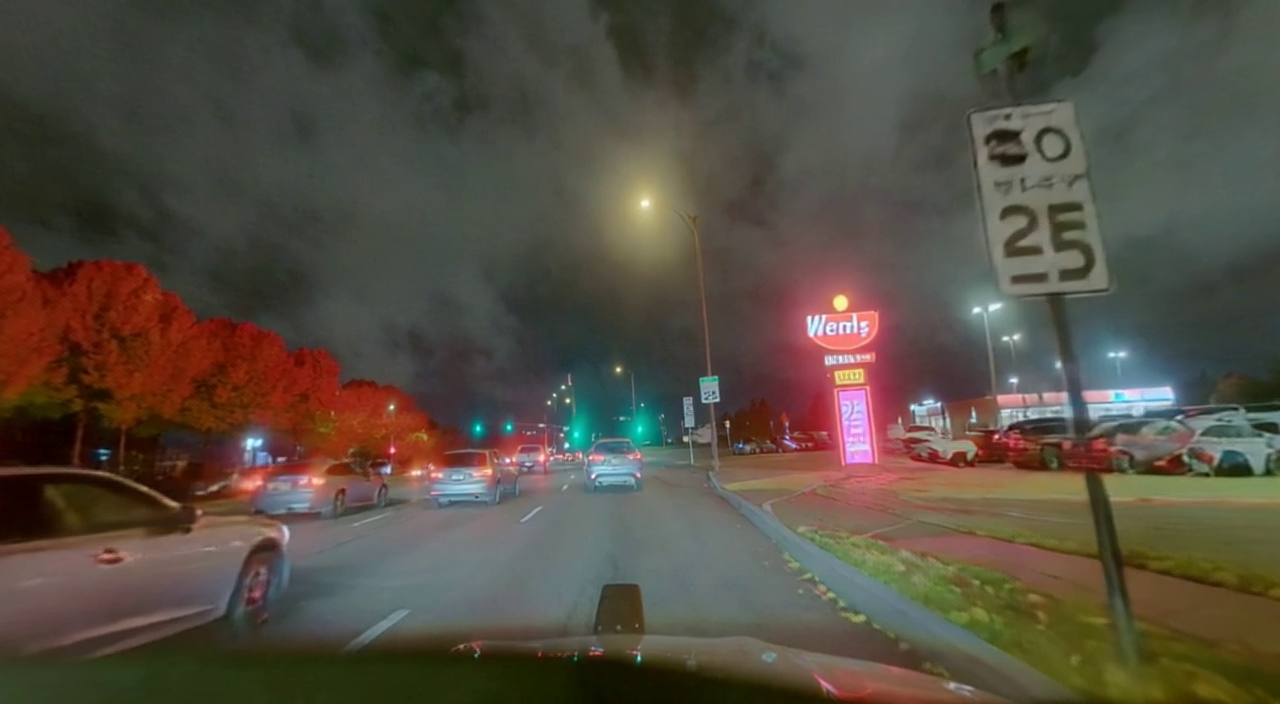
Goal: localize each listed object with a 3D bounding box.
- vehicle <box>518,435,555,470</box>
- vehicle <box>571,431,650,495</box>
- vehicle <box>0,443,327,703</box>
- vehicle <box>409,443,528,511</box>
[{"bbox_3d":[-6.377,6.210,39.026,2.082,2.018,4.308,2,-9,-8],"label":"vehicle"},{"bbox_3d":[-0.943,3.344,19.248,2.144,1.704,4.028,1,-9,-4],"label":"vehicle"},{"bbox_3d":[-4.180,1.273,3.549,2.090,1.506,5.326,1,-9,0],"label":"vehicle"},{"bbox_3d":[-4.383,3.256,16.949,1.974,1.549,4.603,1,-9,-1],"label":"vehicle"}]
